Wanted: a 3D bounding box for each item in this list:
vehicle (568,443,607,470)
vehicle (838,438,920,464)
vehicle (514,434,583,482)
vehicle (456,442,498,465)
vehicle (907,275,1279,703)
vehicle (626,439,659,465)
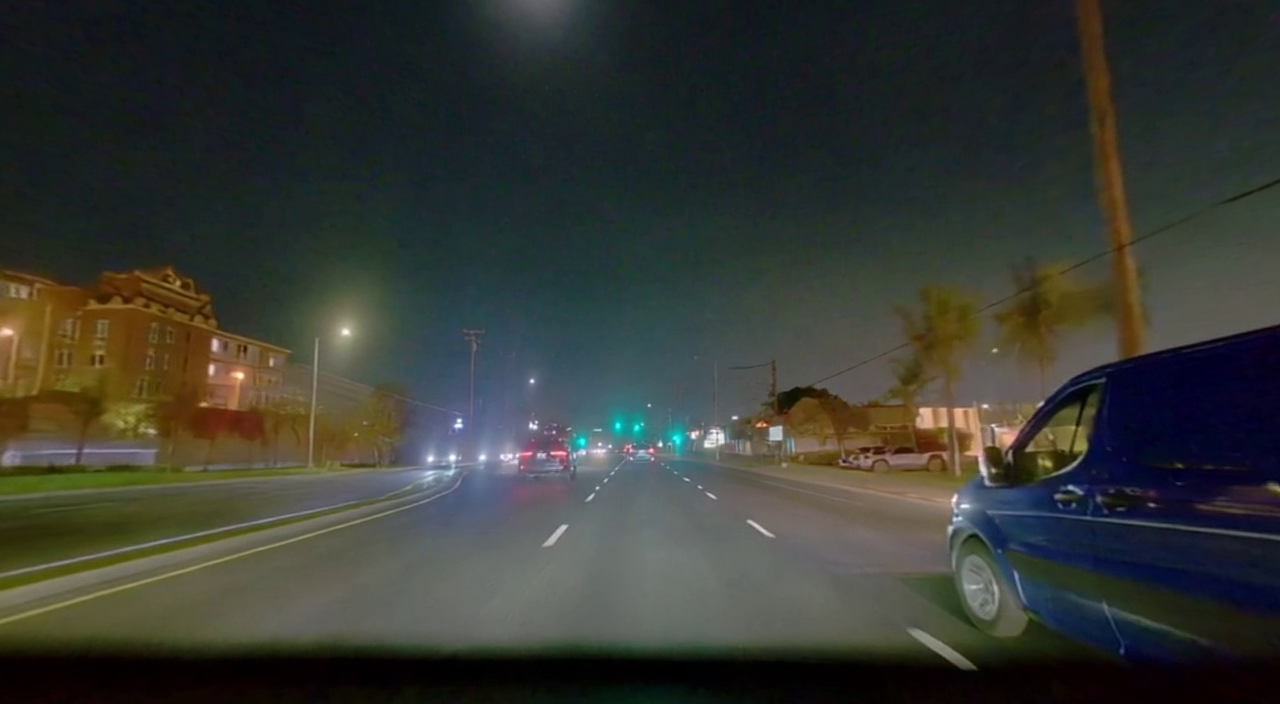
[{"bbox_3d":[-2.932,5.899,35.857,1.869,1.454,4.142,0,-9,0],"label":"vehicle"},{"bbox_3d":[15.186,6.317,40.417,1.945,1.490,4.748,4,-10,-26],"label":"vehicle"},{"bbox_3d":[-3.430,4.060,24.450,1.967,1.703,4.157,0,-9,1],"label":"vehicle"},{"bbox_3d":[-12.266,7.682,47.774,1.989,1.631,4.500,0,-9,0],"label":"vehicle"},{"bbox_3d":[3.463,0.801,3.065,2.234,1.912,4.847,0,-9,1],"label":"vehicle"},{"bbox_3d":[0.124,7.110,44.868,2.191,1.761,3.857,0,-9,-1],"label":"vehicle"}]
